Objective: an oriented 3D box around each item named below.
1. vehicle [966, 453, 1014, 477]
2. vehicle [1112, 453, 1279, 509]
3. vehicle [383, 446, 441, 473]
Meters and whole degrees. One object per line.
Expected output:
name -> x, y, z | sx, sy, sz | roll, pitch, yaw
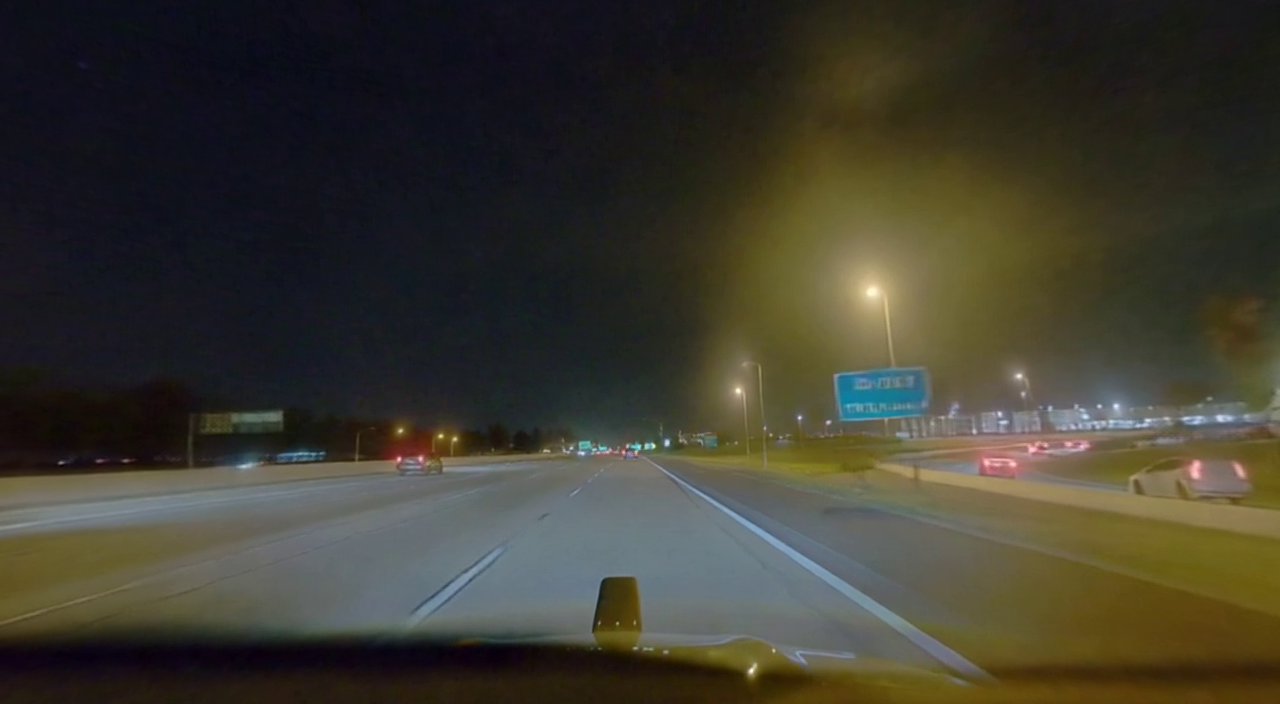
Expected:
vehicle -> 26.938, 8.684, 48.801 | 2.356, 1.643, 4.254 | -2, -9, 17
vehicle -> 20.620, 4.802, 23.827 | 2.172, 1.778, 5.085 | 1, -10, 8
vehicle -> -14.442, 6.828, 40.312 | 2.057, 1.619, 4.443 | 0, -9, 0
